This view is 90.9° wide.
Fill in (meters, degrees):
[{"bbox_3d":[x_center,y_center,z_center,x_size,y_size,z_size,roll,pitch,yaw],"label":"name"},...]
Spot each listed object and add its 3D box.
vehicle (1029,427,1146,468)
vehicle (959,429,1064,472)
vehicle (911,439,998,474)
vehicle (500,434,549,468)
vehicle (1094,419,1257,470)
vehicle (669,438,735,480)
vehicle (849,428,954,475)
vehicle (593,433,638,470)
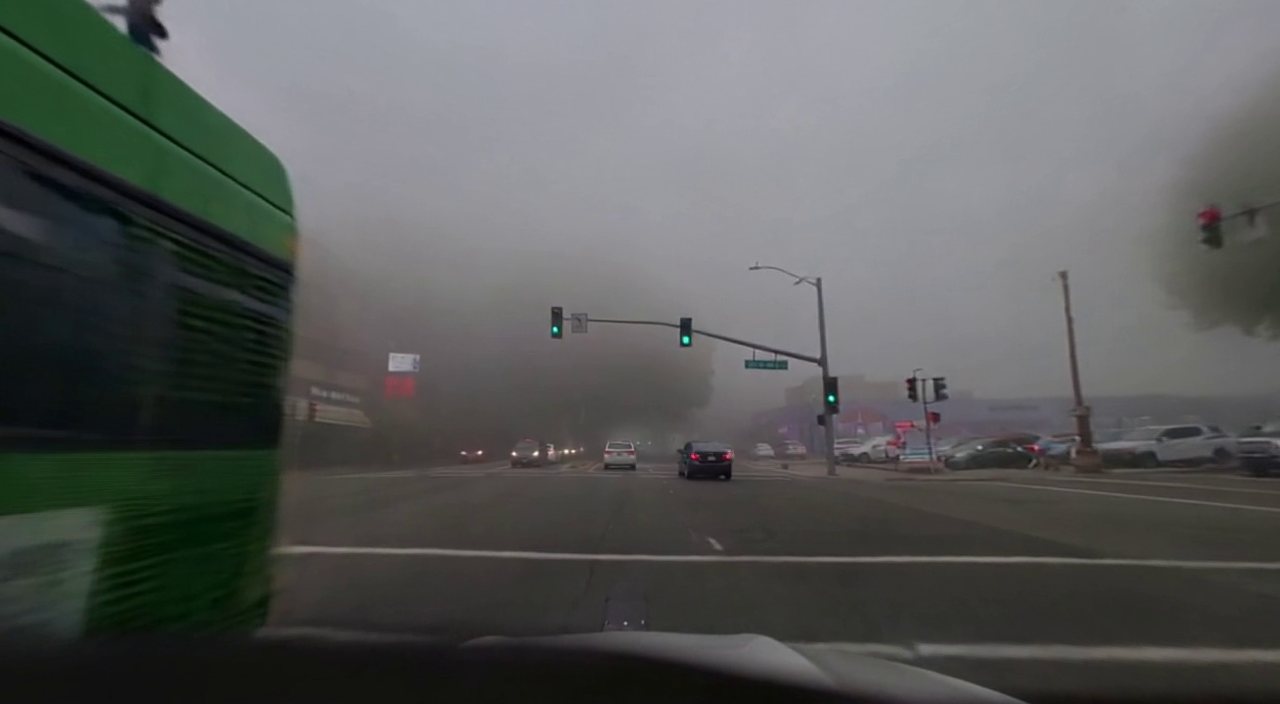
[{"bbox_3d":[20.420,4.385,29.039,2.143,1.731,4.290,0,-8,-1],"label":"vehicle"},{"bbox_3d":[17.082,4.556,29.310,2.020,1.796,4.600,-1,-8,0],"label":"vehicle"},{"bbox_3d":[14.255,4.722,28.833,1.860,1.443,3.772,0,-8,-3],"label":"vehicle"},{"bbox_3d":[-6.700,5.750,37.011,2.242,1.740,4.659,-1,-7,-3],"label":"vehicle"},{"bbox_3d":[24.008,4.164,28.665,2.384,1.959,5.372,-2,-7,-4],"label":"vehicle"},{"bbox_3d":[2.403,4.261,25.442,2.046,1.540,3.883,0,-8,-3],"label":"vehicle"},{"bbox_3d":[11.803,4.538,28.943,2.304,1.907,4.844,0,-8,-6],"label":"vehicle"},{"bbox_3d":[-1.309,5.411,34.474,2.301,1.837,4.411,0,-8,-2],"label":"vehicle"}]
